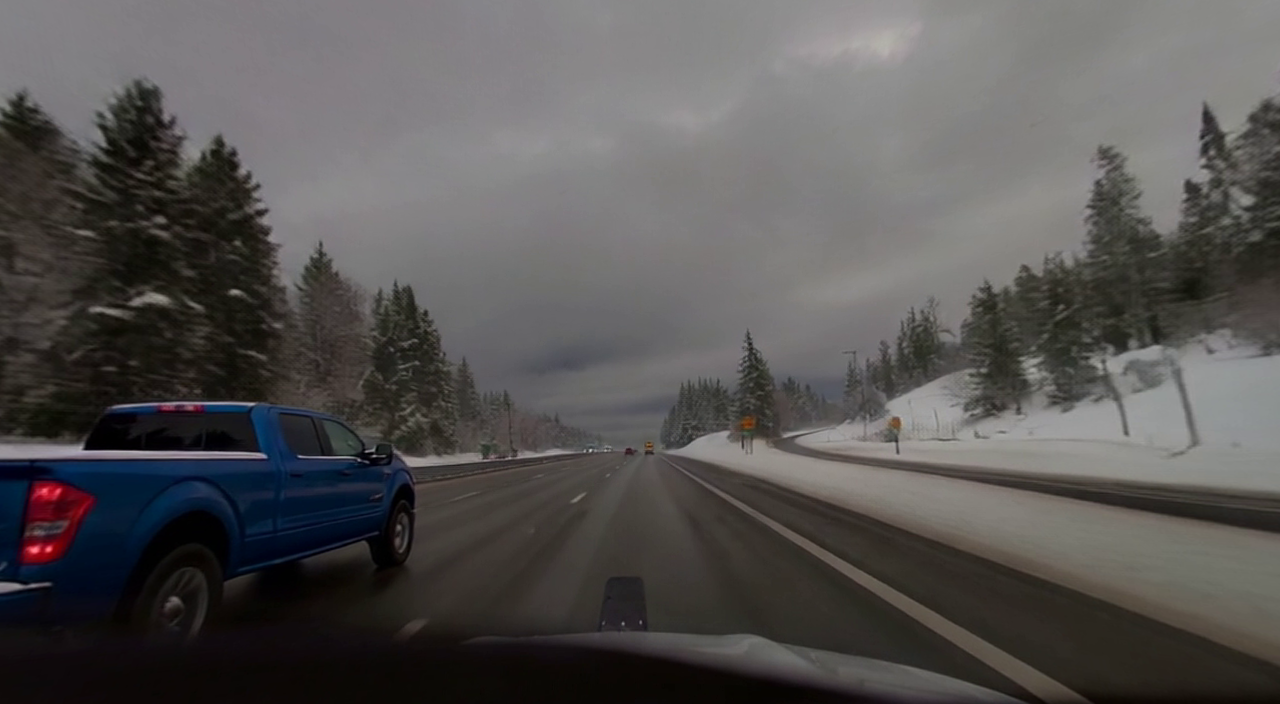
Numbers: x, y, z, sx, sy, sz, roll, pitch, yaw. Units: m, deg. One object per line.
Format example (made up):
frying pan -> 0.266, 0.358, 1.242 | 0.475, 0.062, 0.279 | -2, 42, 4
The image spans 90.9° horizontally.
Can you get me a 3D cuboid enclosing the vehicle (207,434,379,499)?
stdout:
vehicle -> -11.341, 3.757, 21.401 | 2.275, 1.845, 6.252 | 0, -8, 0
